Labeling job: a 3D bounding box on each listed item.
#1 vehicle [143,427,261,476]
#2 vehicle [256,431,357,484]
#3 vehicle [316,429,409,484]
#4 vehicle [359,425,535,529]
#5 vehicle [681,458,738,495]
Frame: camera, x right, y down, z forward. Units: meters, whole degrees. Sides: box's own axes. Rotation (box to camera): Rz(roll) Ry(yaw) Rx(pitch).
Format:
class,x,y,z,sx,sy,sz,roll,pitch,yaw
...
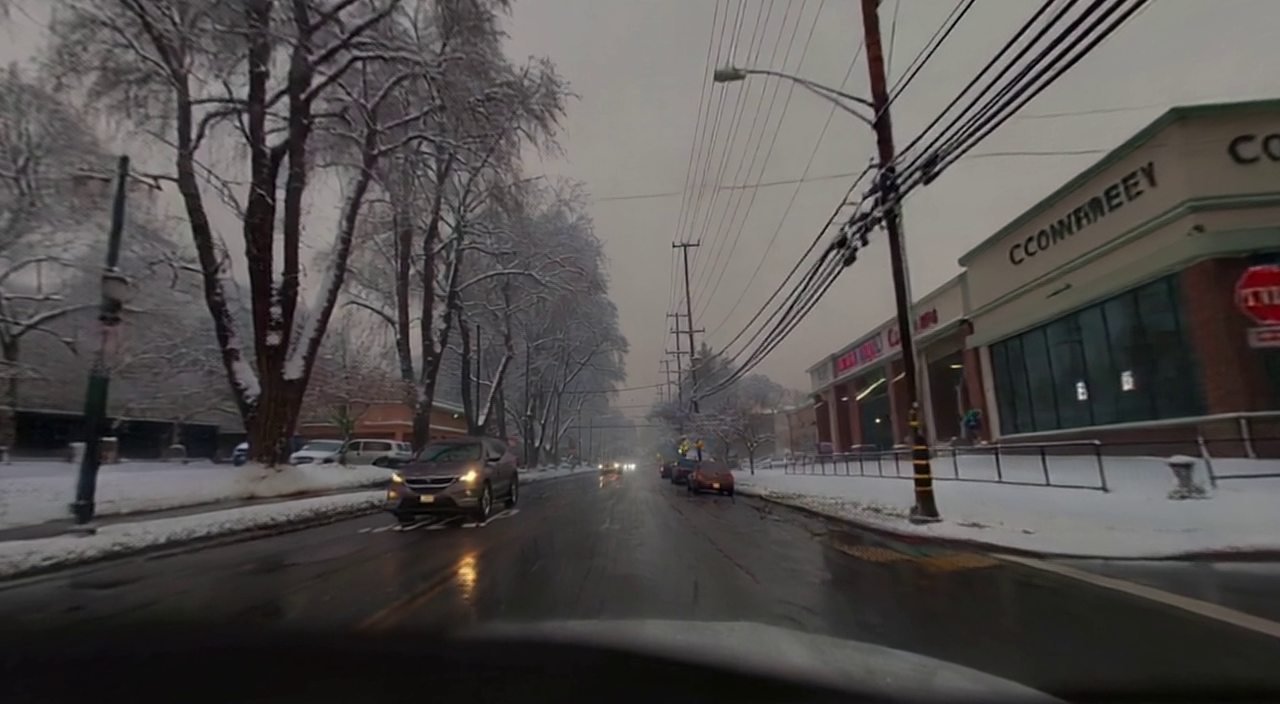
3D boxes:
class,x,y,z,sx,sy,sz,roll,pitch,yaw
vehicle,-24.450,5.578,35.661,2.288,2.514,5.886,0,-8,1
vehicle,-18.518,5.809,35.520,2.256,2.668,5.979,-1,-7,2
vehicle,-15.579,5.962,36.011,2.715,2.789,6.225,1,-9,-4
vehicle,-4.110,2.751,14.593,2.495,1.966,4.846,0,-8,0
vehicle,2.893,5.293,27.106,1.877,1.373,3.854,0,-8,-2
